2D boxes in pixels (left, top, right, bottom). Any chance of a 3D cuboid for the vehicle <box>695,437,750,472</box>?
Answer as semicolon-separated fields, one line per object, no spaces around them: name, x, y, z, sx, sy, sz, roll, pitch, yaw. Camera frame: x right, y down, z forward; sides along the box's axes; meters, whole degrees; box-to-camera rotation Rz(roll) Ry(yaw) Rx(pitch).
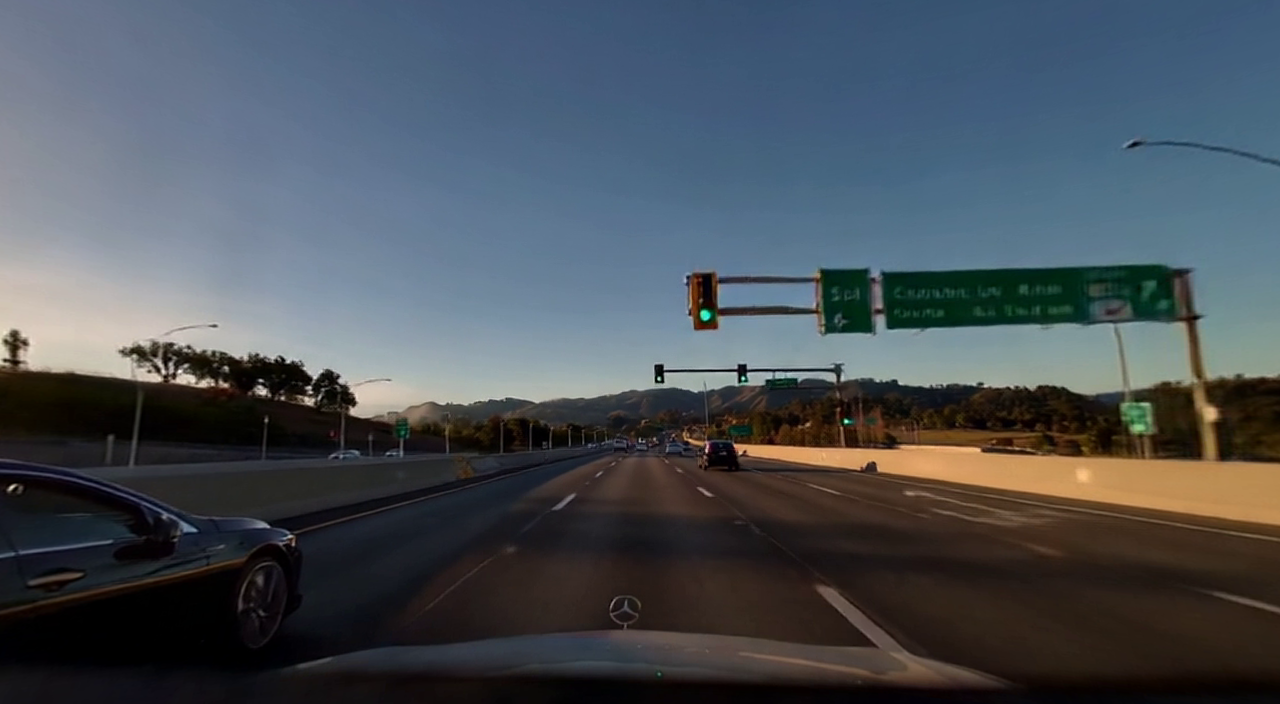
vehicle;3.686;4.678;29.057;1.916;1.469;4.481;0;-8;0
